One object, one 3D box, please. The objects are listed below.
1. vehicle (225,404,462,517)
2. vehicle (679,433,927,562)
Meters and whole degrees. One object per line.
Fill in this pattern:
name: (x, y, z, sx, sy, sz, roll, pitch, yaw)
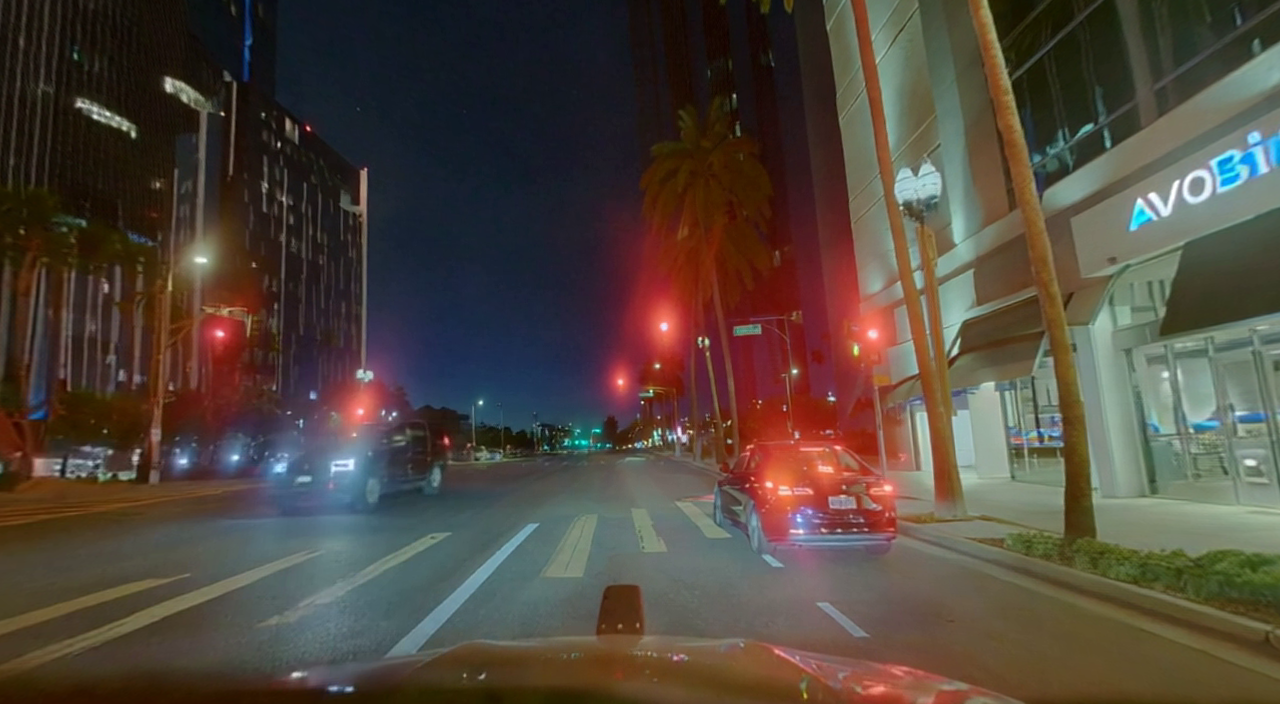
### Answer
vehicle: (-6.065, 2.329, 14.050, 2.190, 1.964, 5.614, -1, -8, 5)
vehicle: (2.069, 2.031, 9.746, 2.090, 1.466, 4.676, 1, -8, -7)
